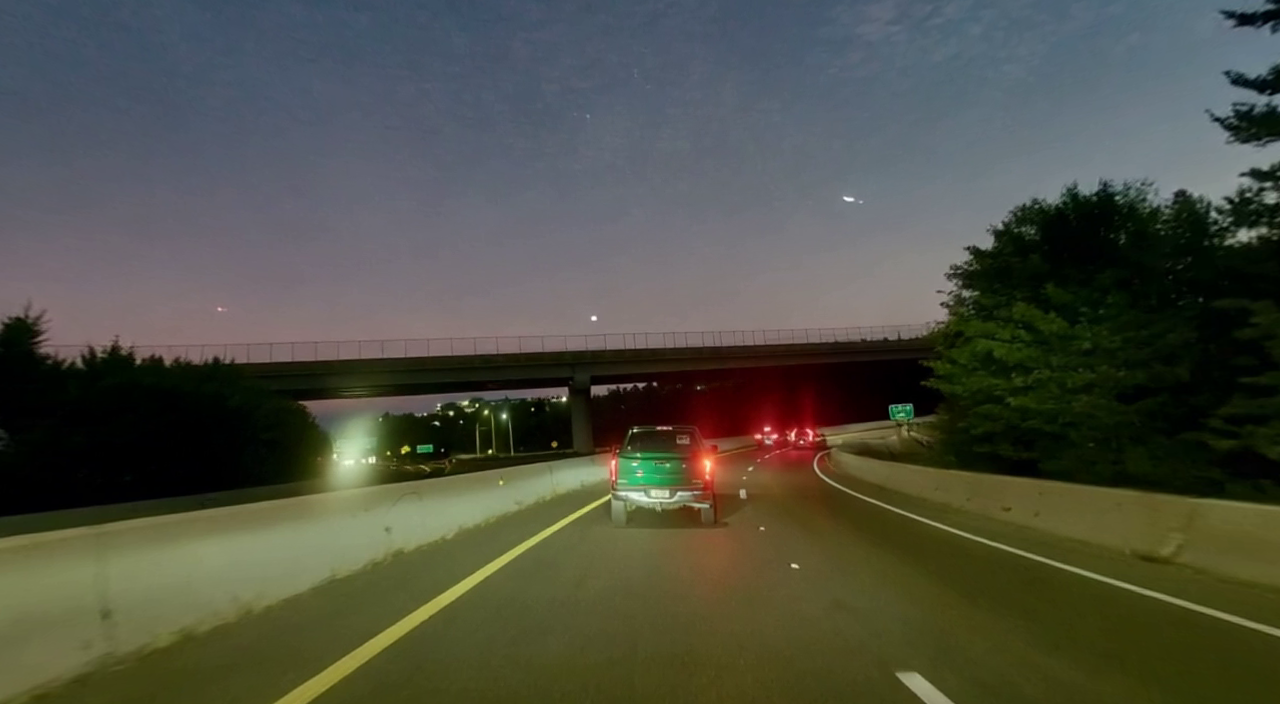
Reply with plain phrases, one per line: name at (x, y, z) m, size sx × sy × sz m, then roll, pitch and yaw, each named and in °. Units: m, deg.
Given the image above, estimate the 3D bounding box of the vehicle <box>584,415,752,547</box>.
vehicle at (0.533, 2.042, 10.642) m, size 2.235 × 1.716 × 4.435 m, roll -1°, pitch -9°, yaw 4°
